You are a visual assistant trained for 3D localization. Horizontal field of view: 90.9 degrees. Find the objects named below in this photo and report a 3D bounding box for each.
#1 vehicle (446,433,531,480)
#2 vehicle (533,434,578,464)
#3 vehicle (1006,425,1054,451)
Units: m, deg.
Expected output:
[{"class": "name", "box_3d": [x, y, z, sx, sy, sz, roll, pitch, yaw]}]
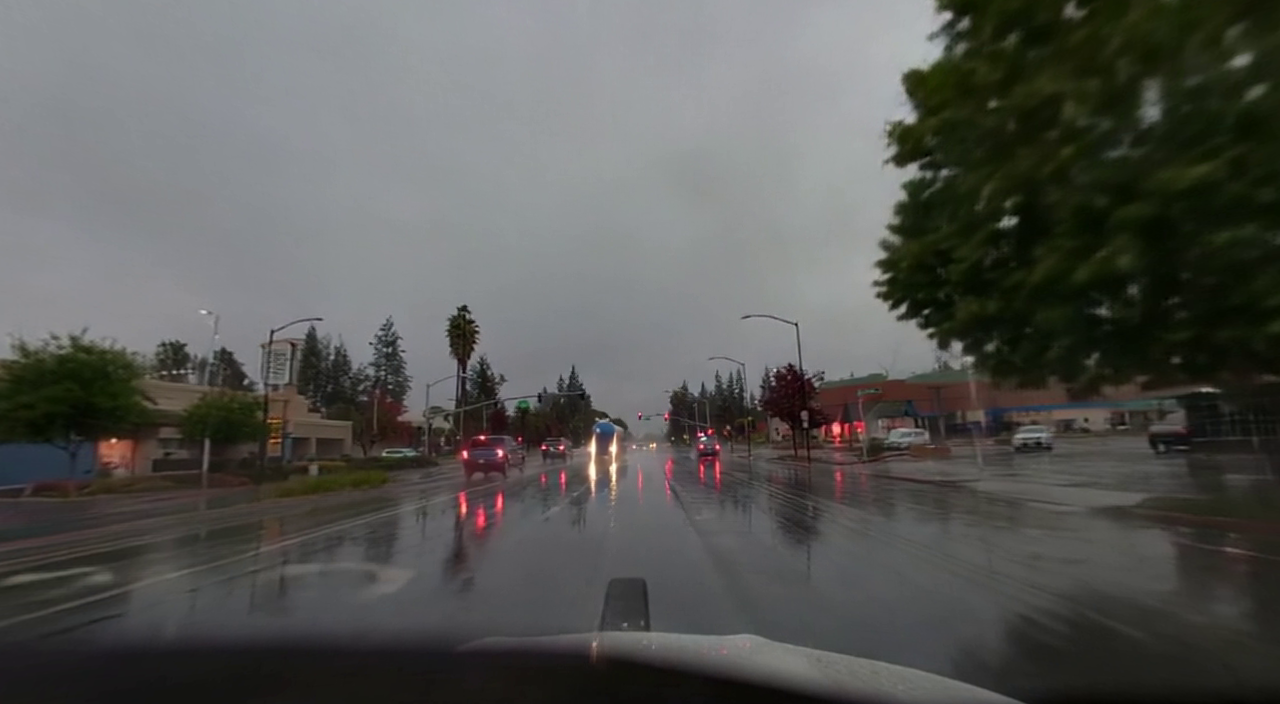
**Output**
[{"class": "vehicle", "box_3d": [-6.049, 4.236, 25.782, 2.179, 1.750, 4.621, 0, -8, 2]}, {"class": "vehicle", "box_3d": [-5.979, 6.969, 45.364, 2.375, 1.989, 5.497, 0, -8, 1]}, {"class": "vehicle", "box_3d": [23.758, 5.252, 38.328, 1.924, 1.467, 4.572, -6, -11, 37]}]
